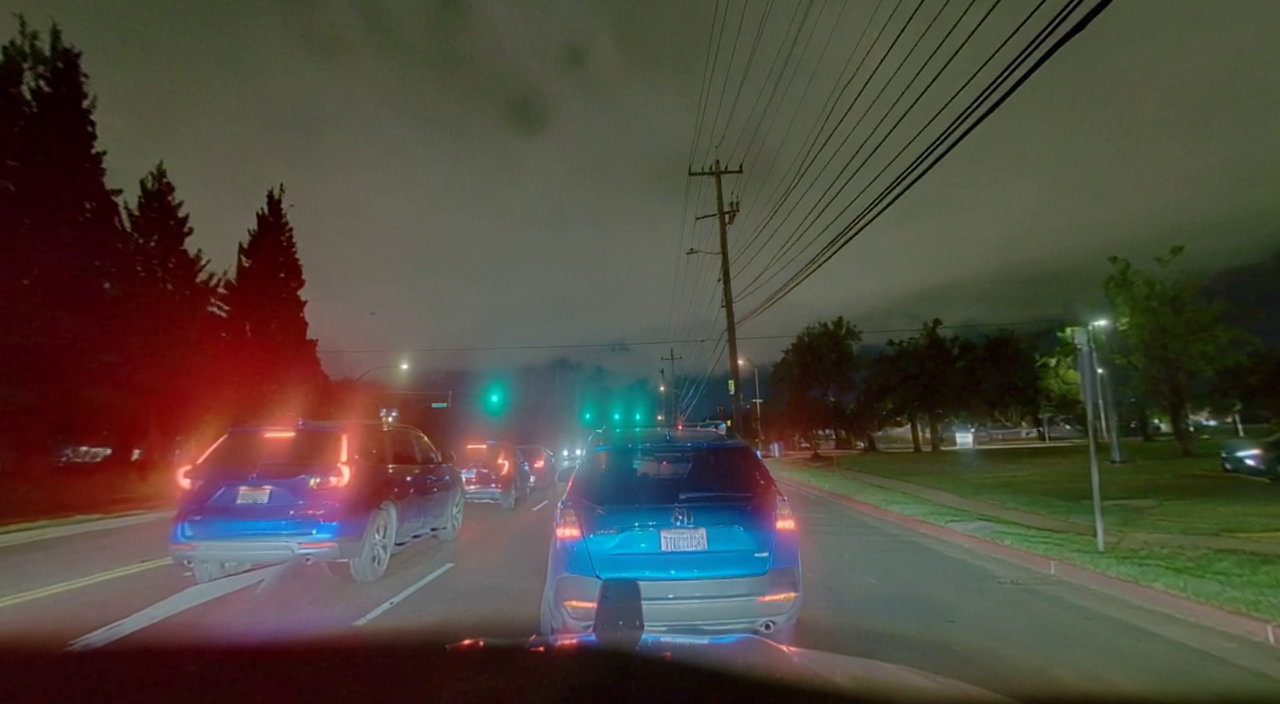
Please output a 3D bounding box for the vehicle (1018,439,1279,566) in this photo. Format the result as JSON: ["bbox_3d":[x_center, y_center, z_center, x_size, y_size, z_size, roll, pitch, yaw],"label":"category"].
[{"bbox_3d":[8.383,2.154,9.926,1.993,1.508,4.521,0,-9,-1],"label":"vehicle"}]

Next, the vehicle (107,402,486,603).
[{"bbox_3d":[-3.470,1.610,7.634,2.105,1.706,4.337,0,-9,0],"label":"vehicle"}]

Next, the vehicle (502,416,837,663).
[{"bbox_3d":[0.116,1.447,5.956,2.056,1.487,4.003,0,-9,-2],"label":"vehicle"}]
